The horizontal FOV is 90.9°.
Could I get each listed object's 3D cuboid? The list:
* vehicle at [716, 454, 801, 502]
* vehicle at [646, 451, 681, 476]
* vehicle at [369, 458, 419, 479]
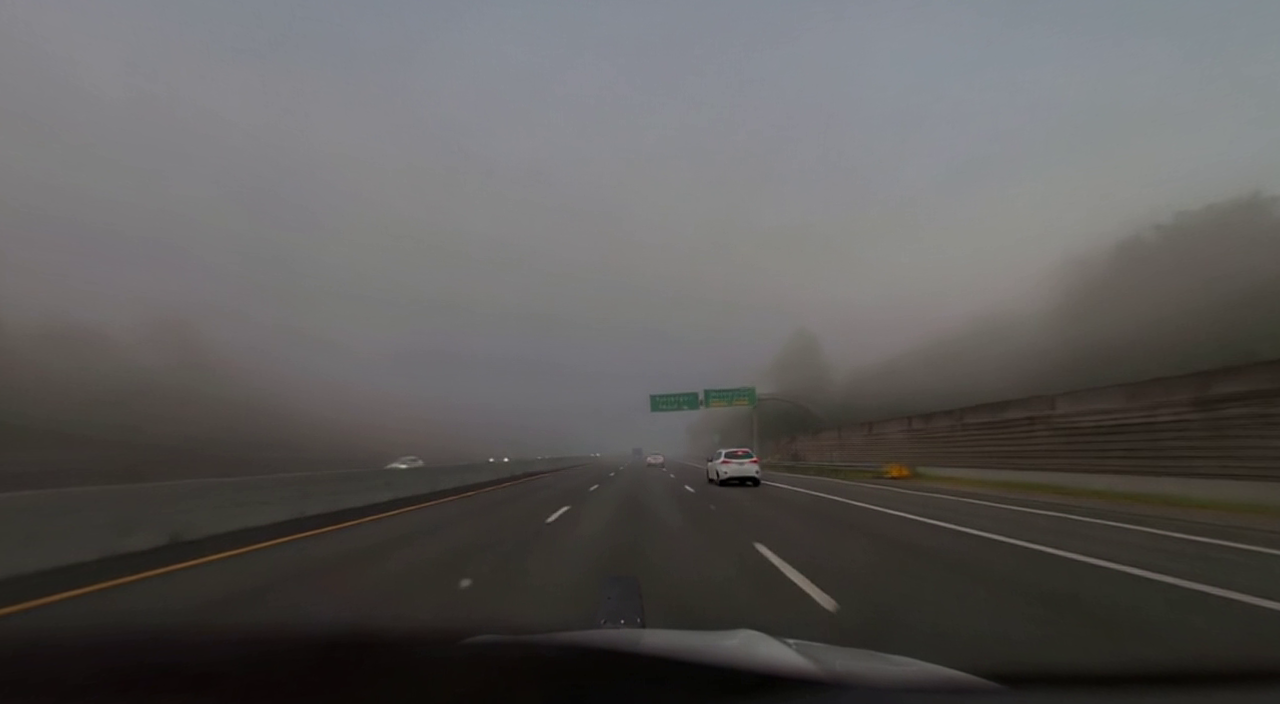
[{"bbox_3d":[3.575,3.857,19.651,1.883,1.320,3.386,0,-9,-1],"label":"vehicle"},{"bbox_3d":[1.400,6.876,39.042,2.065,1.400,4.028,0,-9,1],"label":"vehicle"},{"bbox_3d":[-19.323,9.168,49.700,1.909,1.514,4.719,-1,-9,2],"label":"vehicle"}]
